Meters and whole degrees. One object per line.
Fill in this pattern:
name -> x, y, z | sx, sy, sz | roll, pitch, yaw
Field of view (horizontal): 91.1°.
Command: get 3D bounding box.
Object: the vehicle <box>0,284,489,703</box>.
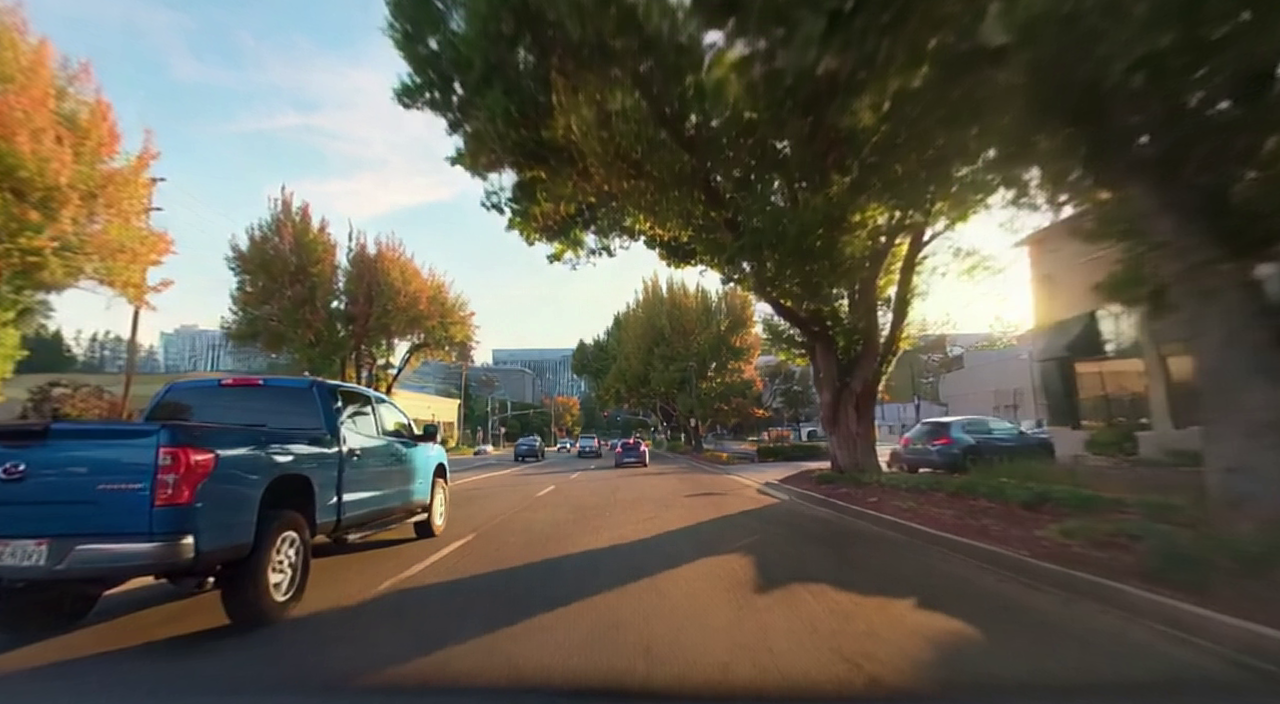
vehicle -> -3.717, 1.178, 6.251 | 2.552, 2.079, 6.810 | 0, -8, 1

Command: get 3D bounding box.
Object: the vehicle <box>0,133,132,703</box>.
vehicle -> -3.752, 0.162, 0.221 | 2.733, 2.495, 5.037 | 0, -8, 2

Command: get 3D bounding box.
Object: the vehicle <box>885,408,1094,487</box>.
vehicle -> 8.938, 2.422, 16.029 | 5.109, 1.735, 1.997 | 4, -9, -26

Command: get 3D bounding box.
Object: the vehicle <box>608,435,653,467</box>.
vehicle -> -0.465, 5.184, 33.020 | 2.191, 1.530, 4.470 | 0, -8, 0
